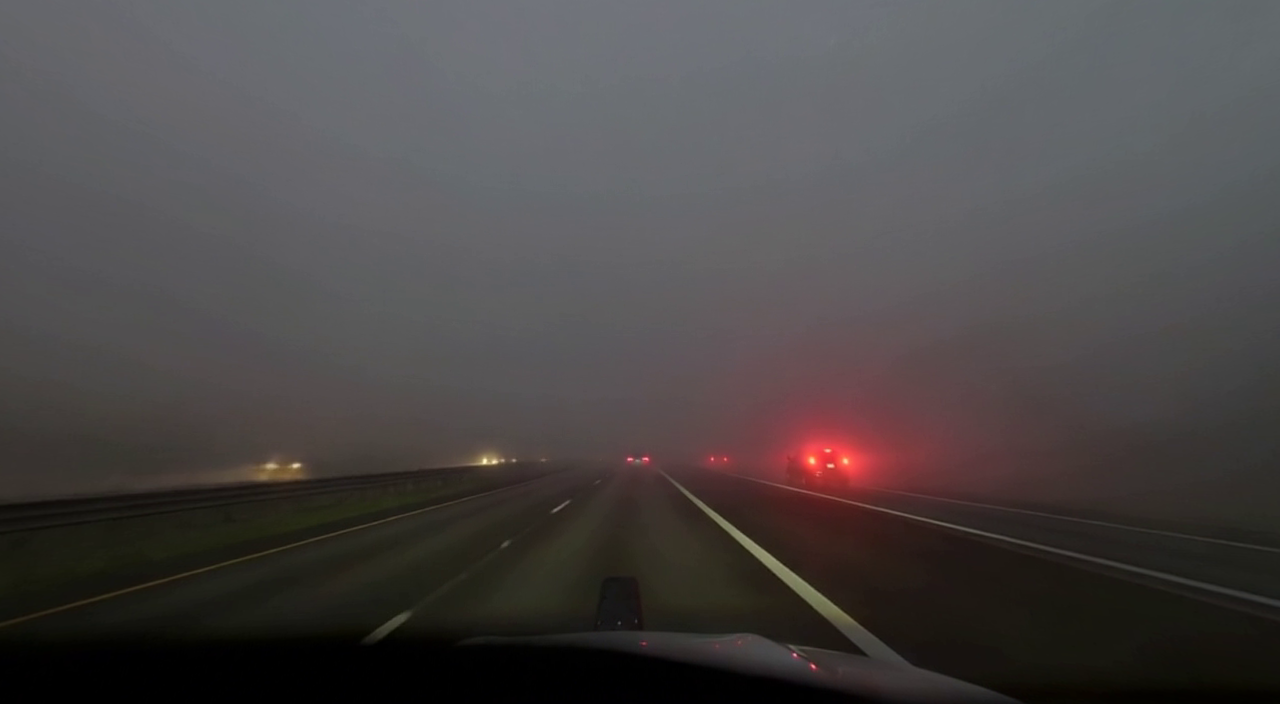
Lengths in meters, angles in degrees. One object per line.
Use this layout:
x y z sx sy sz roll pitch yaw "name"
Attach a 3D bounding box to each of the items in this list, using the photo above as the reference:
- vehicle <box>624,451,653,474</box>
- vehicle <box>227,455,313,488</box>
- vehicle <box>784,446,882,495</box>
-0.087 8.094 46.119 2.025 1.526 4.181 0 -9 0 "vehicle"
-18.909 6.104 32.243 1.863 1.490 4.162 -1 -9 1 "vehicle"
6.792 4.201 22.633 2.008 1.533 4.592 0 -9 -1 "vehicle"
